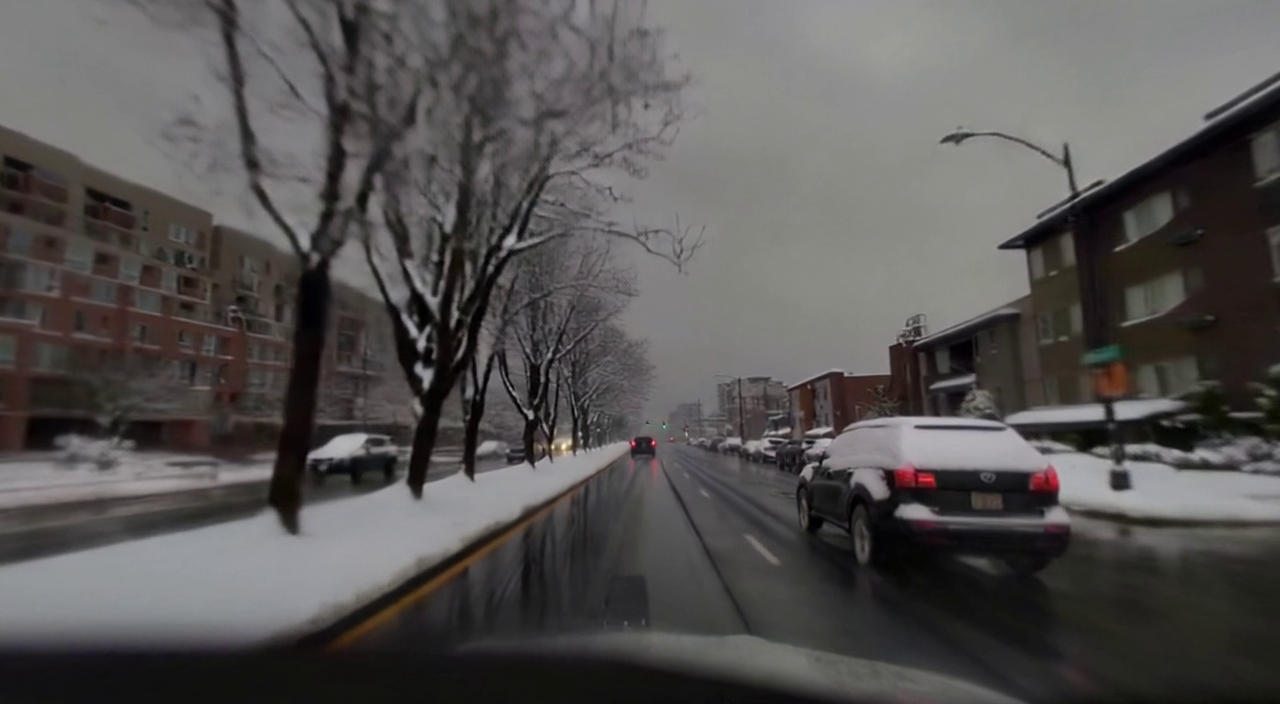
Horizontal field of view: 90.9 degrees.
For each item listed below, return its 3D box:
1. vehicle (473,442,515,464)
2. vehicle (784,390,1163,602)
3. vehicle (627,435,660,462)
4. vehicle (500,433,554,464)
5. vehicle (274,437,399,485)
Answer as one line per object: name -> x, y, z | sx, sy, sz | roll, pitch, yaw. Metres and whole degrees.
vehicle -> -10.989, 7.612, 47.746 | 2.053, 1.545, 4.417 | 0, -8, 1
vehicle -> 3.284, 1.524, 7.563 | 2.071, 1.747, 4.549 | 0, -8, 1
vehicle -> 0.297, 6.974, 45.533 | 2.244, 1.813, 4.129 | 0, -8, 2
vehicle -> -7.466, 6.465, 42.208 | 2.249, 1.898, 5.815 | 0, -8, 3
vehicle -> -11.845, 4.286, 25.152 | 2.191, 1.684, 5.428 | 0, -8, 1
